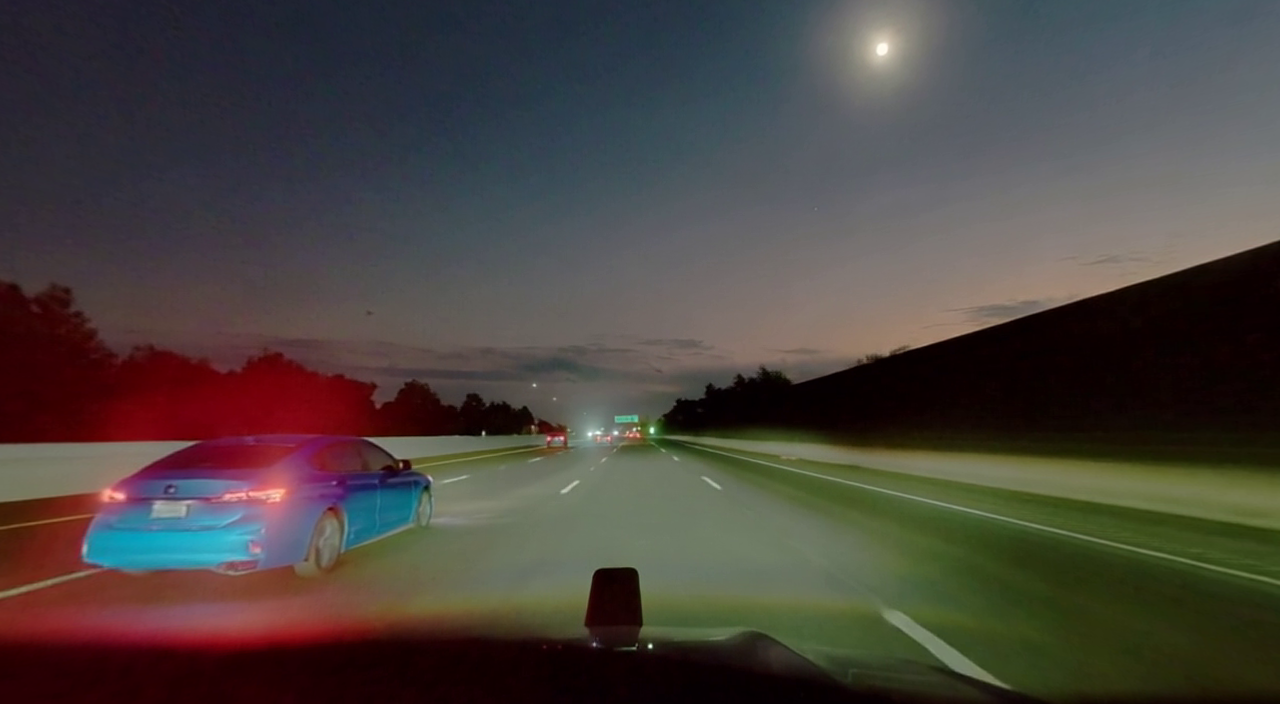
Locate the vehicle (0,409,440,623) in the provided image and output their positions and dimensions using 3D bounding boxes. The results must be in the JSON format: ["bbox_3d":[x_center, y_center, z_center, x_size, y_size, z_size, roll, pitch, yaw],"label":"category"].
[{"bbox_3d":[-3.758,1.423,6.448,2.079,1.500,3.881,0,-8,1],"label":"vehicle"}]
